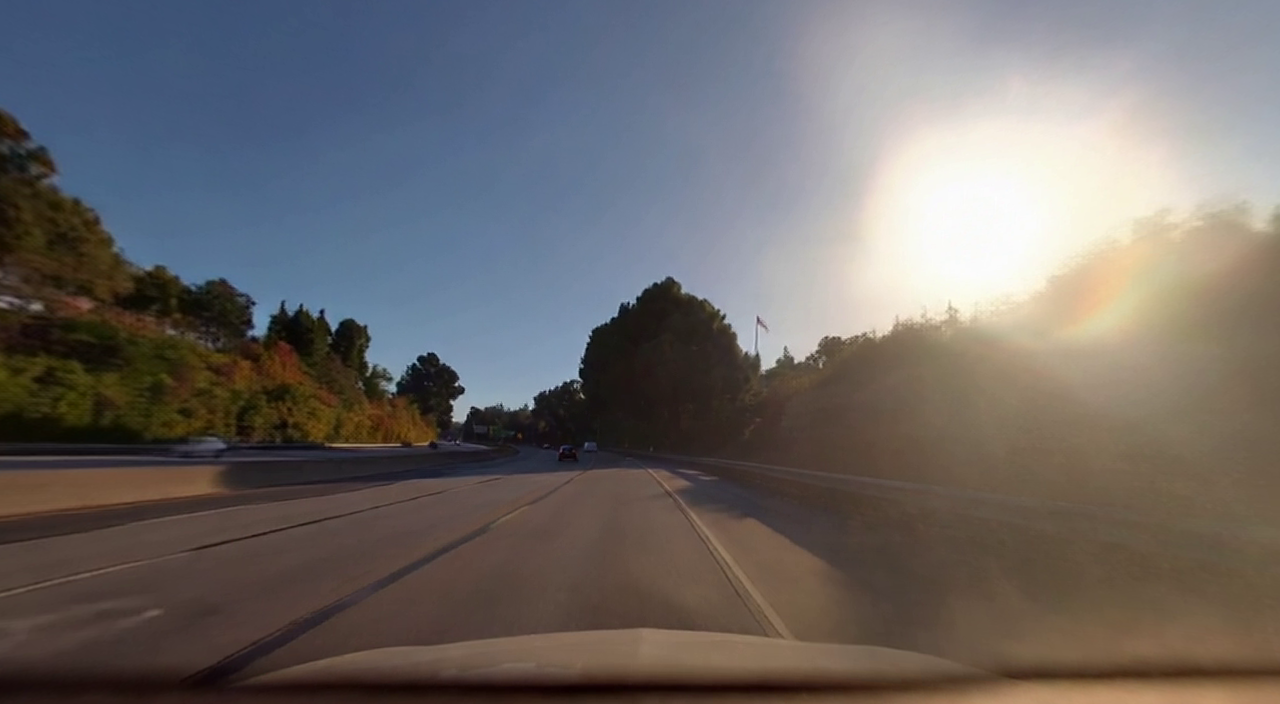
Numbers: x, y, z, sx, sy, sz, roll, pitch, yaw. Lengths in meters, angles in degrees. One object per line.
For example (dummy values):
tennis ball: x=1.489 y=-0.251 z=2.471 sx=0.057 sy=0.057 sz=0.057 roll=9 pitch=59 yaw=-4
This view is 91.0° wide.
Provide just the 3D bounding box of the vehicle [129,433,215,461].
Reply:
vehicle: x=-29.413 y=6.007 z=39.786 sx=2.052 sy=1.643 sz=4.516 roll=1 pitch=-9 yaw=-3
